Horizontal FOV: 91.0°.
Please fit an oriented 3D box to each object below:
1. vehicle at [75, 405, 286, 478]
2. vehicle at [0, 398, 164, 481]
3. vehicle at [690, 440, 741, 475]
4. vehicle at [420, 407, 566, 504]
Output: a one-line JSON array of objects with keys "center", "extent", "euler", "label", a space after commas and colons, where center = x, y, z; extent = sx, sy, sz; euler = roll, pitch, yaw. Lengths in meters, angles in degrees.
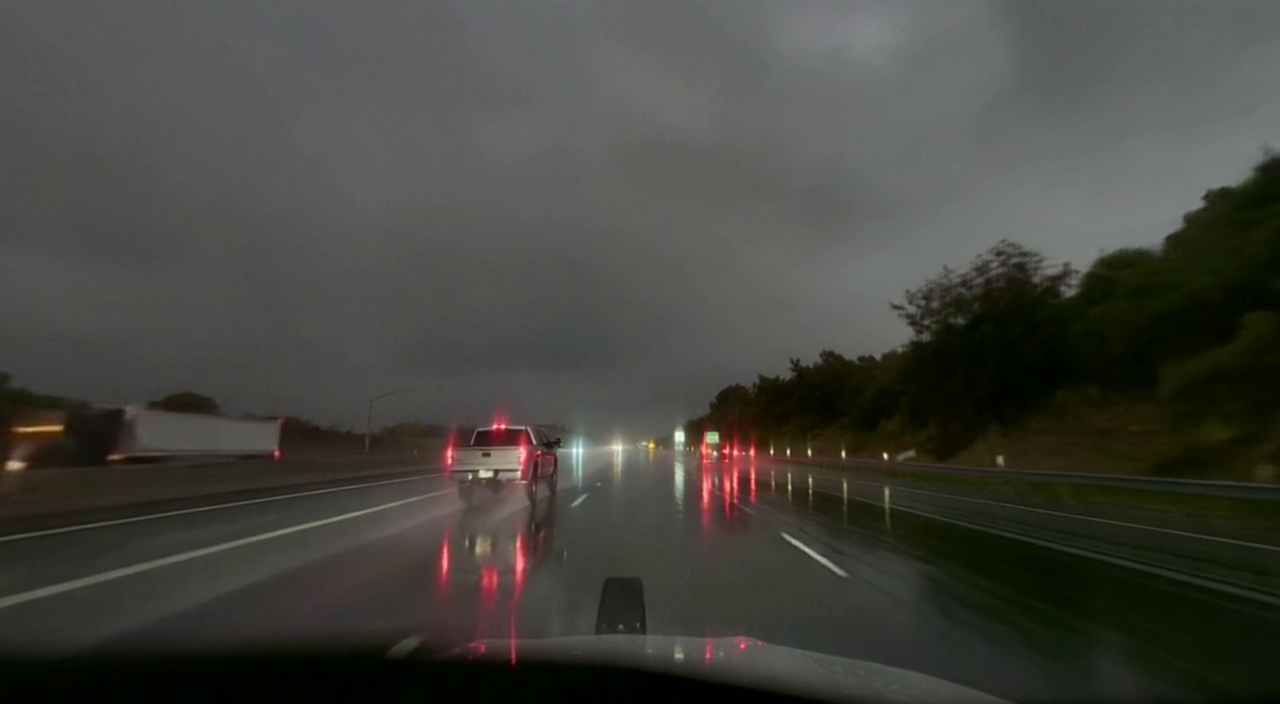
[{"center": [-30.565, 6.266, 43.609], "extent": [2.928, 4.127, 14.720], "euler": [0, -9, 3], "label": "vehicle"}, {"center": [-30.940, 4.881, 34.928], "extent": [3.036, 4.070, 6.933], "euler": [0, -9, 4], "label": "vehicle"}, {"center": [3.788, 5.379, 32.278], "extent": [2.095, 1.668, 4.135], "euler": [0, -9, 1], "label": "vehicle"}, {"center": [-3.732, 2.858, 17.640], "extent": [2.496, 2.203, 6.317], "euler": [0, -9, 1], "label": "vehicle"}]
